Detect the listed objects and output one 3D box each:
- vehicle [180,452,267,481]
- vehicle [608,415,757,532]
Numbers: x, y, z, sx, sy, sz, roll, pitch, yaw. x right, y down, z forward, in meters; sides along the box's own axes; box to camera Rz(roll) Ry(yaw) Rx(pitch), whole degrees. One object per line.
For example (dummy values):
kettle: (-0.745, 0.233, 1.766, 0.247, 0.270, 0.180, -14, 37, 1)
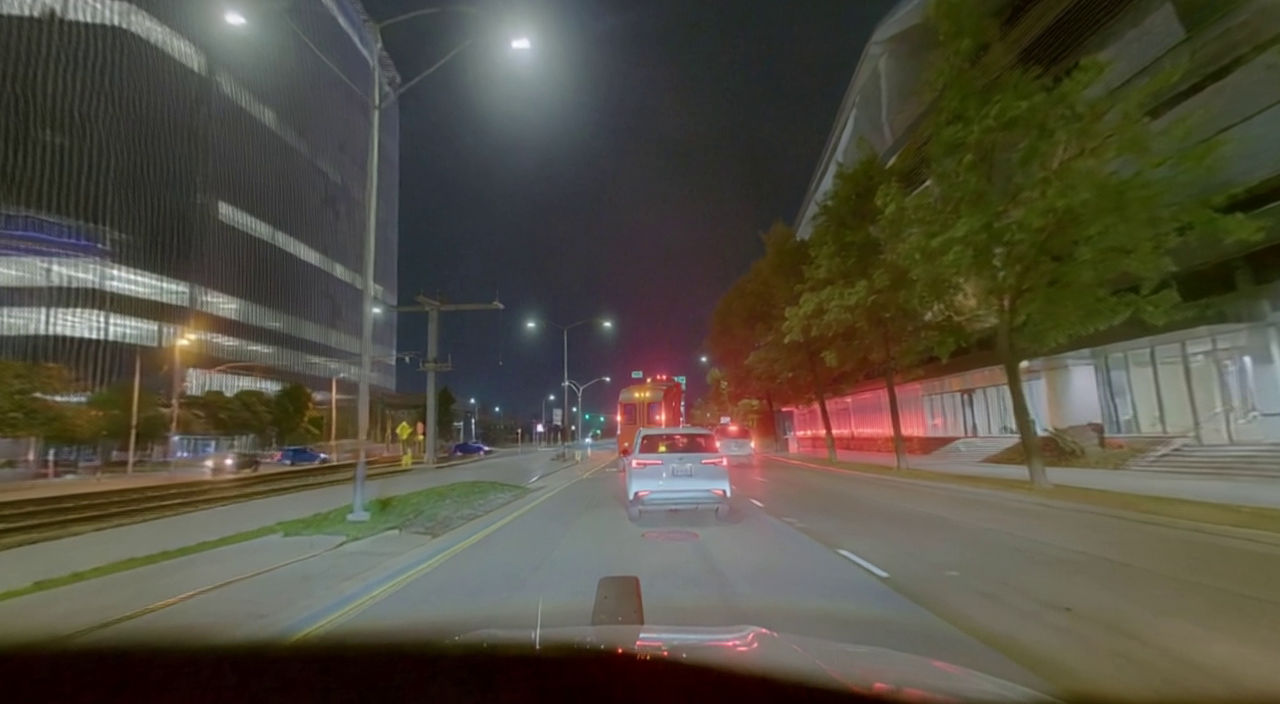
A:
vehicle: (-23.223, 6.365, 35.371, 1.900, 1.465, 4.781, 0, -9, -4)
vehicle: (0.568, 2.094, 11.337, 2.190, 1.684, 4.084, 0, -9, -1)
